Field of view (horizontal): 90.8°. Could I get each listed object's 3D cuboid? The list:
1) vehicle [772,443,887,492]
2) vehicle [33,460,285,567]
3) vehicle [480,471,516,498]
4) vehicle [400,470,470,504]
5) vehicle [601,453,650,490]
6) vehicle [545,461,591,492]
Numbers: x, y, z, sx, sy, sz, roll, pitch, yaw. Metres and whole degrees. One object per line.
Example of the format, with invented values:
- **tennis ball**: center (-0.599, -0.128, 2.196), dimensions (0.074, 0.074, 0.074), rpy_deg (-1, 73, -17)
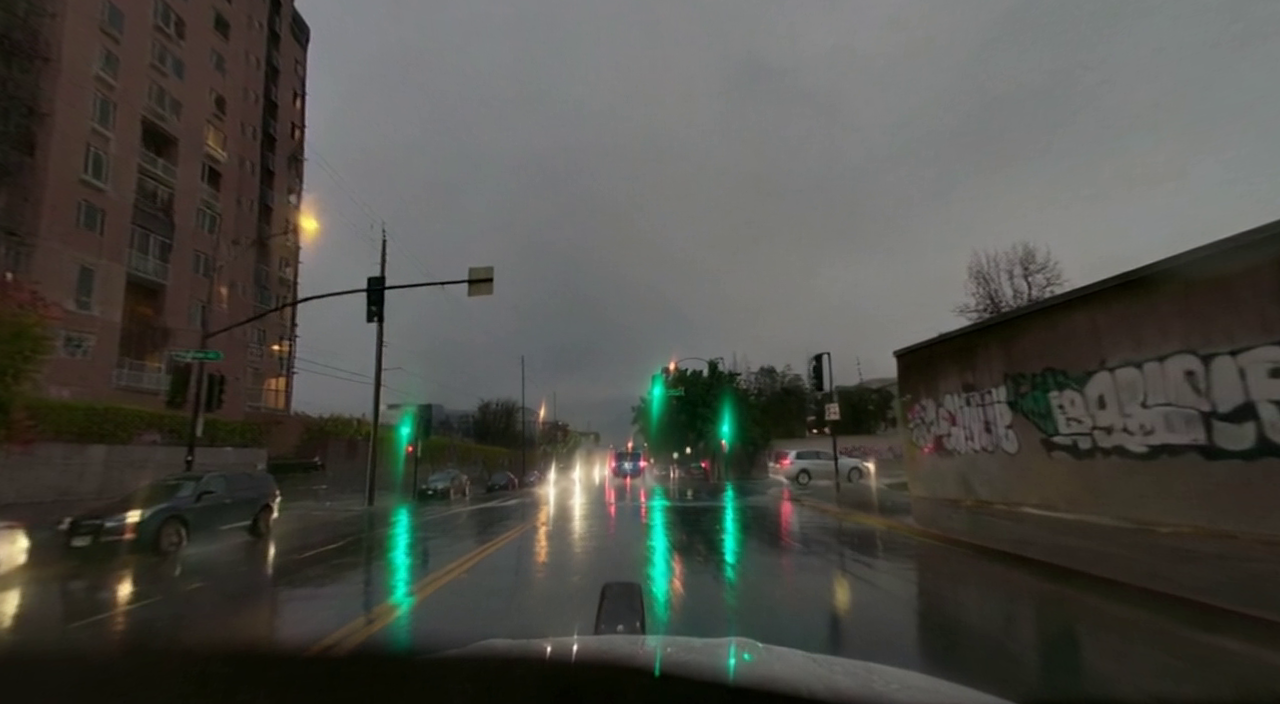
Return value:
- **vehicle**: center (7.726, 4.622, 25.693), dimensions (4.292, 1.761, 2.207), rpy_deg (5, -10, -34)
- **vehicle**: center (-10.812, 3.575, 14.845), dimensions (2.199, 1.717, 4.888), rpy_deg (-6, -8, -1)
- **vehicle**: center (-11.132, 10.397, 49.731), dimensions (1.859, 1.780, 3.947), rpy_deg (0, -8, 1)
- **vehicle**: center (-10.547, 6.964, 32.869), dimensions (2.070, 1.476, 4.508), rpy_deg (0, -8, 1)
- **vehicle**: center (-0.649, 5.671, 30.269), dimensions (2.166, 1.579, 4.300), rpy_deg (0, -8, 0)
- **vehicle**: center (-4.041, 7.049, 35.970), dimensions (2.095, 1.447, 4.202), rpy_deg (-2, -8, 0)
